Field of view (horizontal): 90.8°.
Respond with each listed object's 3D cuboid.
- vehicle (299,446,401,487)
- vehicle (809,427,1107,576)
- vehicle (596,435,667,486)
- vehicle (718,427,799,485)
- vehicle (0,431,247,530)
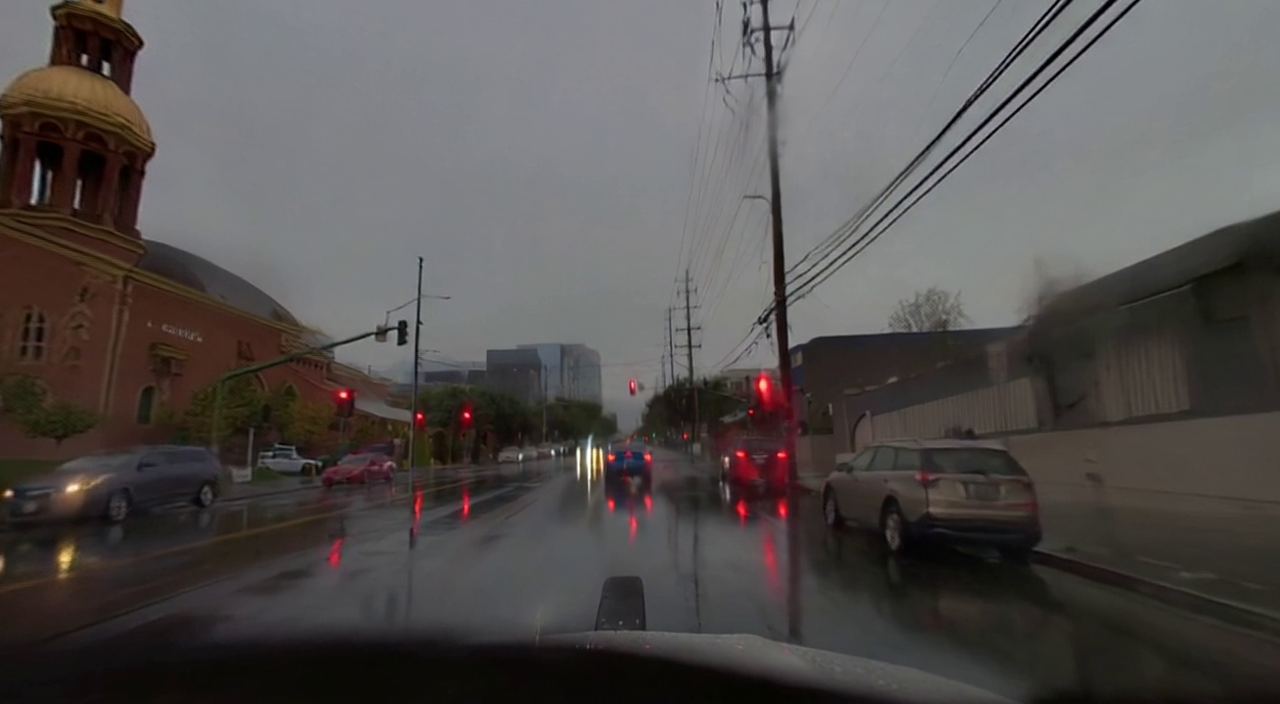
[{"bbox_3d":[-11.982,4.718,26.504,1.980,1.502,4.655,-1,-8,1],"label":"vehicle"},{"bbox_3d":[3.911,1.813,8.688,2.003,1.524,3.868,0,-6,-1],"label":"vehicle"},{"bbox_3d":[-0.282,3.445,20.397,2.049,1.453,4.299,0,-8,-1],"label":"vehicle"},{"bbox_3d":[3.917,3.527,21.727,2.015,1.780,4.261,0,-8,1],"label":"vehicle"},{"bbox_3d":[-12.126,2.961,15.199,2.071,1.814,5.185,-5,-8,0],"label":"vehicle"}]
